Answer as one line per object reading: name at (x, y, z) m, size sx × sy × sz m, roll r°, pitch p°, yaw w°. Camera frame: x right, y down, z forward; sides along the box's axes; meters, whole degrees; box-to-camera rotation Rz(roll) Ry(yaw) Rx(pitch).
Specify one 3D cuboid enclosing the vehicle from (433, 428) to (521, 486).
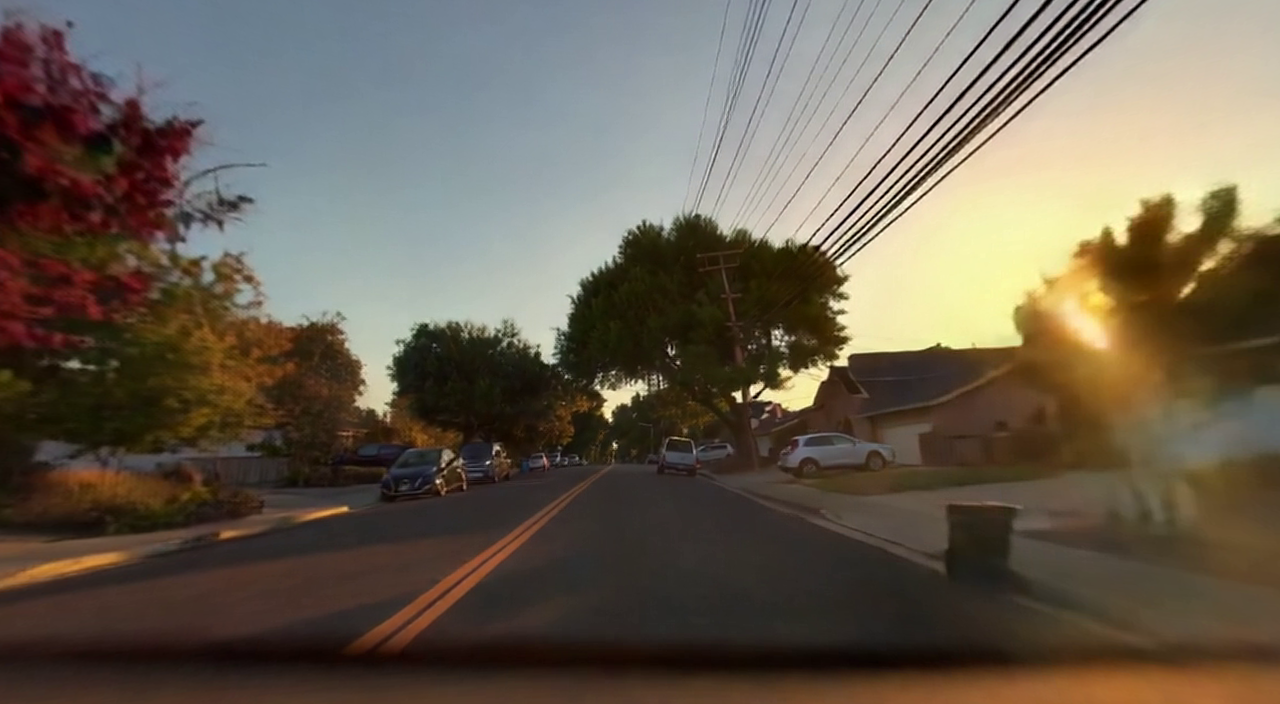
vehicle at (-7.047, 4.798, 28.136) m, size 2.269 × 2.229 × 6.042 m, roll -2°, pitch -12°, yaw 0°

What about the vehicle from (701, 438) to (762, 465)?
vehicle at (7.170, 7.883, 49.943) m, size 4.421 × 1.836 × 1.956 m, roll -2°, pitch -13°, yaw -1°

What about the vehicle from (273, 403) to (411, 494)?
vehicle at (-12.094, 4.018, 26.606) m, size 2.781 × 3.221 × 7.995 m, roll 1°, pitch -9°, yaw -7°

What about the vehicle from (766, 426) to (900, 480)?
vehicle at (7.526, 4.020, 24.963) m, size 4.489 × 1.812 × 2.056 m, roll -1°, pitch -13°, yaw -5°

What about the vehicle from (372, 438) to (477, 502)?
vehicle at (-7.008, 3.983, 21.126) m, size 2.046 × 1.777 × 4.473 m, roll -3°, pitch -12°, yaw -2°

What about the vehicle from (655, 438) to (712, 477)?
vehicle at (2.254, 5.686, 34.379) m, size 2.203 × 1.952 × 5.111 m, roll 1°, pitch -9°, yaw -6°
